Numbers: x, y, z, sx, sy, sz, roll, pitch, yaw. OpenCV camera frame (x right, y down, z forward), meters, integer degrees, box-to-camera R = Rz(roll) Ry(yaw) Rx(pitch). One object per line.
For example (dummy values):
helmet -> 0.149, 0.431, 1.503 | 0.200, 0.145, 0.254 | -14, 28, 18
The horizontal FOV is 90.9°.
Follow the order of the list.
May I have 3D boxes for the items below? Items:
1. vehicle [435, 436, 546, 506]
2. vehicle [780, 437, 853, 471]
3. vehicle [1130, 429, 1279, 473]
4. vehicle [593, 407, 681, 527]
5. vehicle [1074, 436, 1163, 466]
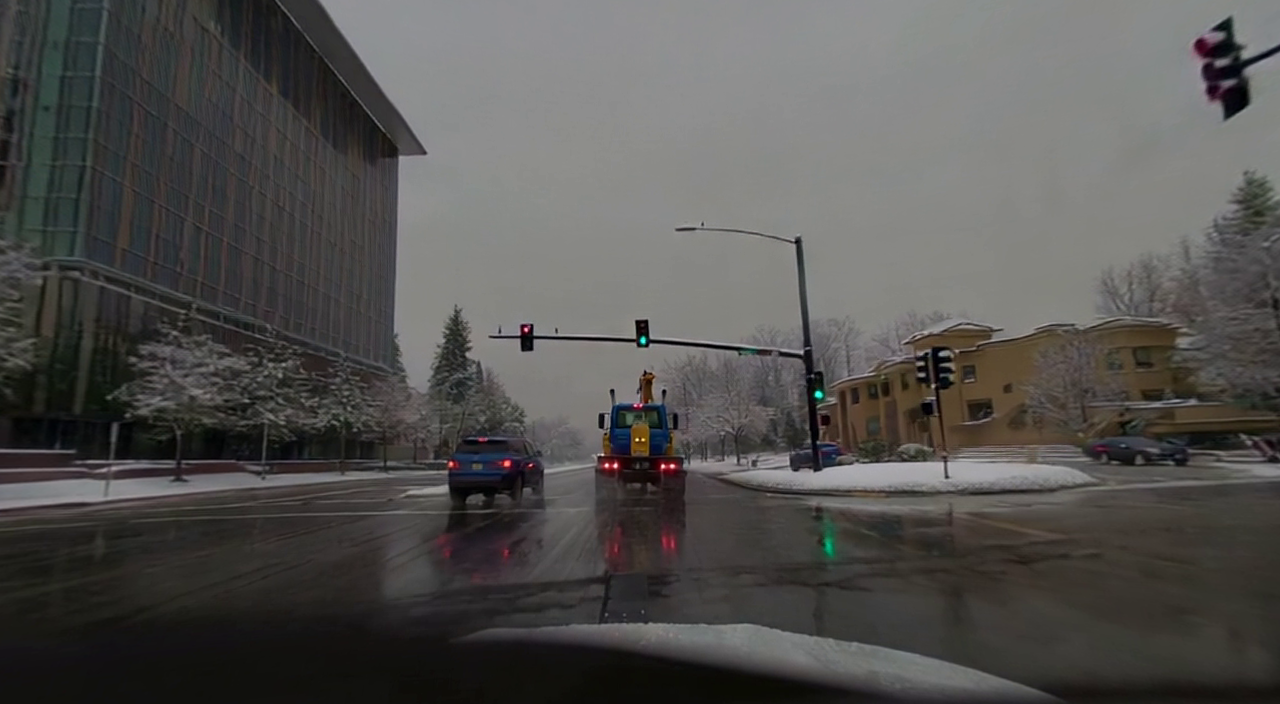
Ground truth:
vehicle -> -3.961, 3.222, 17.529 | 2.081, 1.688, 4.235 | 0, -9, 0
vehicle -> 10.131, 5.898, 36.664 | 2.186, 1.783, 4.716 | 0, -9, -11
vehicle -> 20.775, 3.657, 23.081 | 1.767, 1.440, 4.261 | 1, -10, -10
vehicle -> -0.215, 4.213, 24.075 | 2.552, 3.461, 11.044 | 0, -9, -1
vehicle -> 25.454, 5.255, 33.574 | 3.565, 1.369, 1.647 | -1, -9, -12
